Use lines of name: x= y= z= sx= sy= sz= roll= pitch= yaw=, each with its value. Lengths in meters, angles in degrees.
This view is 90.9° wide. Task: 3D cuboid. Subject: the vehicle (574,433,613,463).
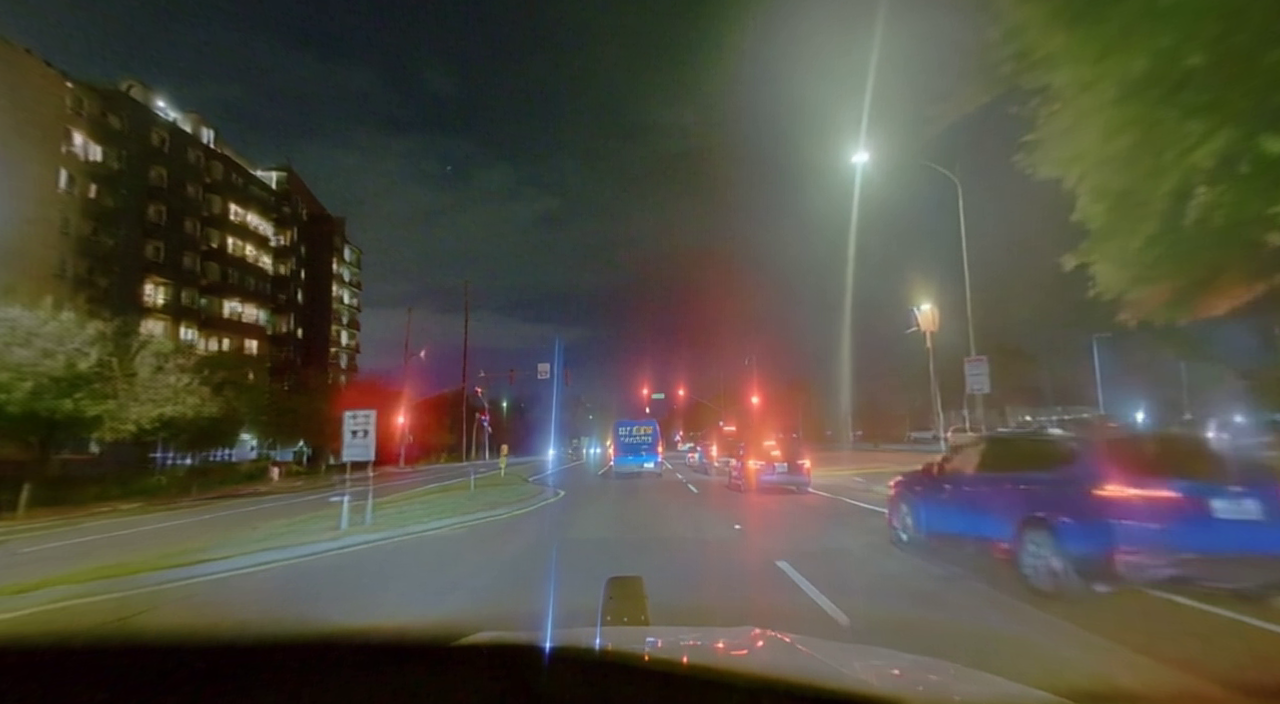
vehicle: x=-2.828 y=5.987 z=39.424 sx=2.203 sy=1.786 sz=4.249 roll=0 pitch=-8 yaw=-1

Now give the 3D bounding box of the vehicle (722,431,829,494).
vehicle: x=3.554 y=2.991 z=17.417 sx=1.951 sy=1.483 sz=4.582 roll=0 pitch=-8 yaw=0

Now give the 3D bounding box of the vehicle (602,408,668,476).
vehicle: x=-0.097 y=3.686 z=25.707 sx=2.422 sy=2.488 sz=4.992 roll=0 pitch=-8 yaw=2

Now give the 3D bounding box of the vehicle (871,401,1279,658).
vehicle: x=4.174 y=1.411 z=6.251 sx=1.967 sy=1.506 sz=4.968 roll=0 pitch=-8 yaw=1
